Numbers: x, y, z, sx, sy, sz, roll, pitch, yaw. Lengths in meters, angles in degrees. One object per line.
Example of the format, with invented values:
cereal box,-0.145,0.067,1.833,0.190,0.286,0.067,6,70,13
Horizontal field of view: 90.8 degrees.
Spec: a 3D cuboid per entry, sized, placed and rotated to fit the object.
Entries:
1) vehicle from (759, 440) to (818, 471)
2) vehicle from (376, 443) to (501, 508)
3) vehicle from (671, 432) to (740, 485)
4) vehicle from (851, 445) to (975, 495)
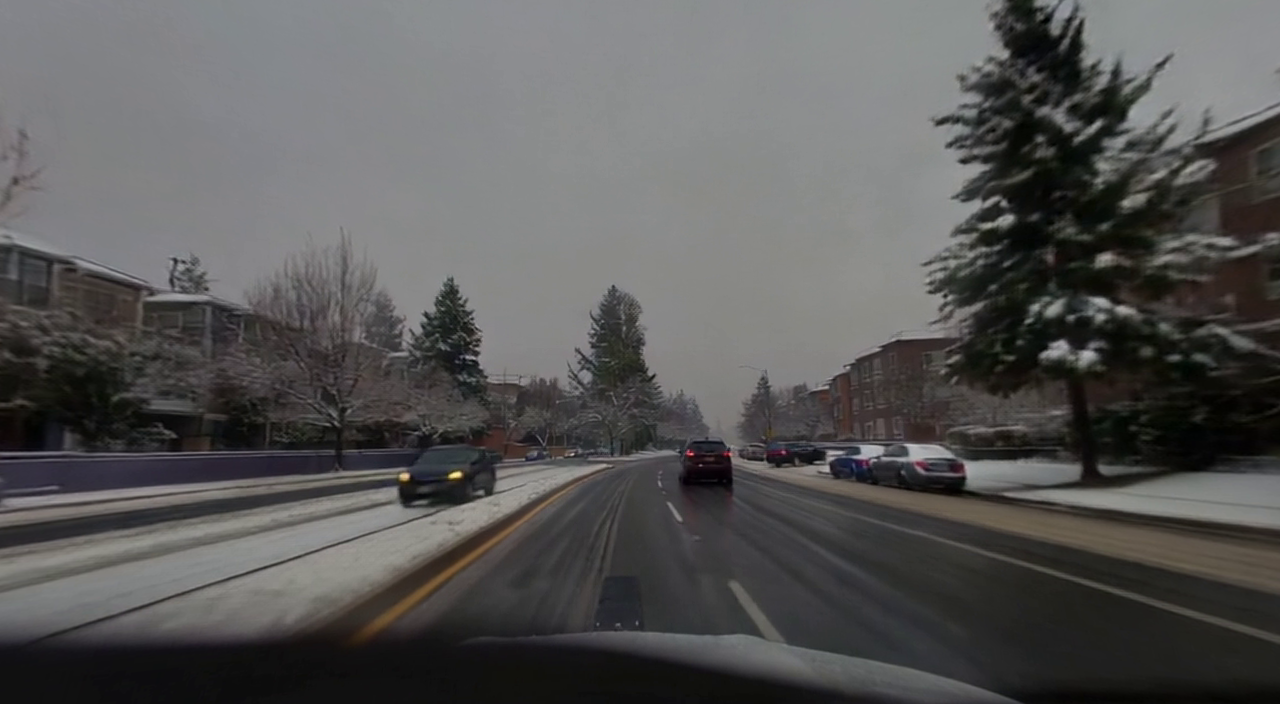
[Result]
vehicle,9.140,6.255,38.560,2.187,1.752,4.300,-5,-10,31
vehicle,-5.215,3.218,17.025,1.958,1.501,4.294,0,-8,0
vehicle,2.358,3.982,23.911,2.085,1.763,4.490,0,-8,-1
vehicle,8.963,3.877,21.301,1.996,1.474,4.771,0,-8,-1
